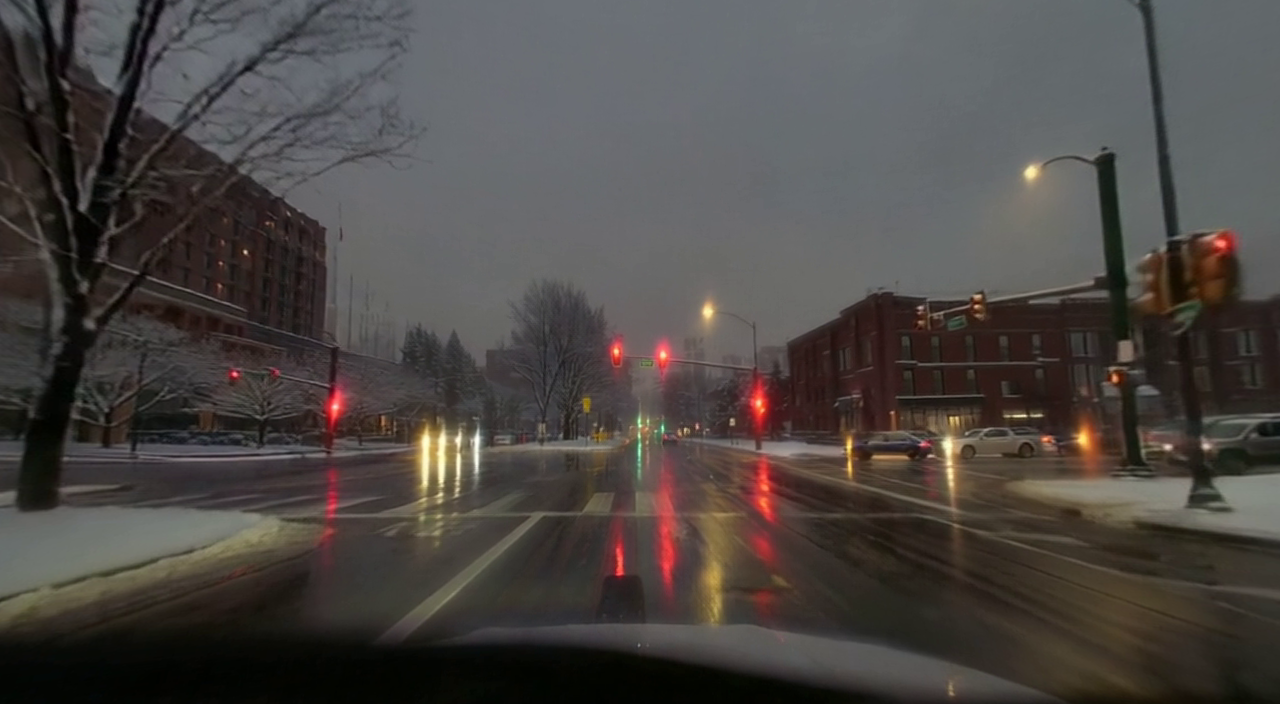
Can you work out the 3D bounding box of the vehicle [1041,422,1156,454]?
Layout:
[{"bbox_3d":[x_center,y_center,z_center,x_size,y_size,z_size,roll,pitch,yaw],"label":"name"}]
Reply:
[{"bbox_3d":[24.977,4.718,34.559,4.571,1.698,1.977,-1,-8,3],"label":"vehicle"}]

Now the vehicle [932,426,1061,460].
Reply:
[{"bbox_3d":[16.518,4.235,29.426,4.916,1.504,1.846,0,-8,-2],"label":"vehicle"}]

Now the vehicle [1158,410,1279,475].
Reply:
[{"bbox_3d":[19.453,2.767,19.401,5.212,1.864,2.044,0,-8,-1],"label":"vehicle"}]

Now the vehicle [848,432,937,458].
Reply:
[{"bbox_3d":[13.614,5.050,34.226,4.046,1.306,1.719,-1,-8,5],"label":"vehicle"}]
